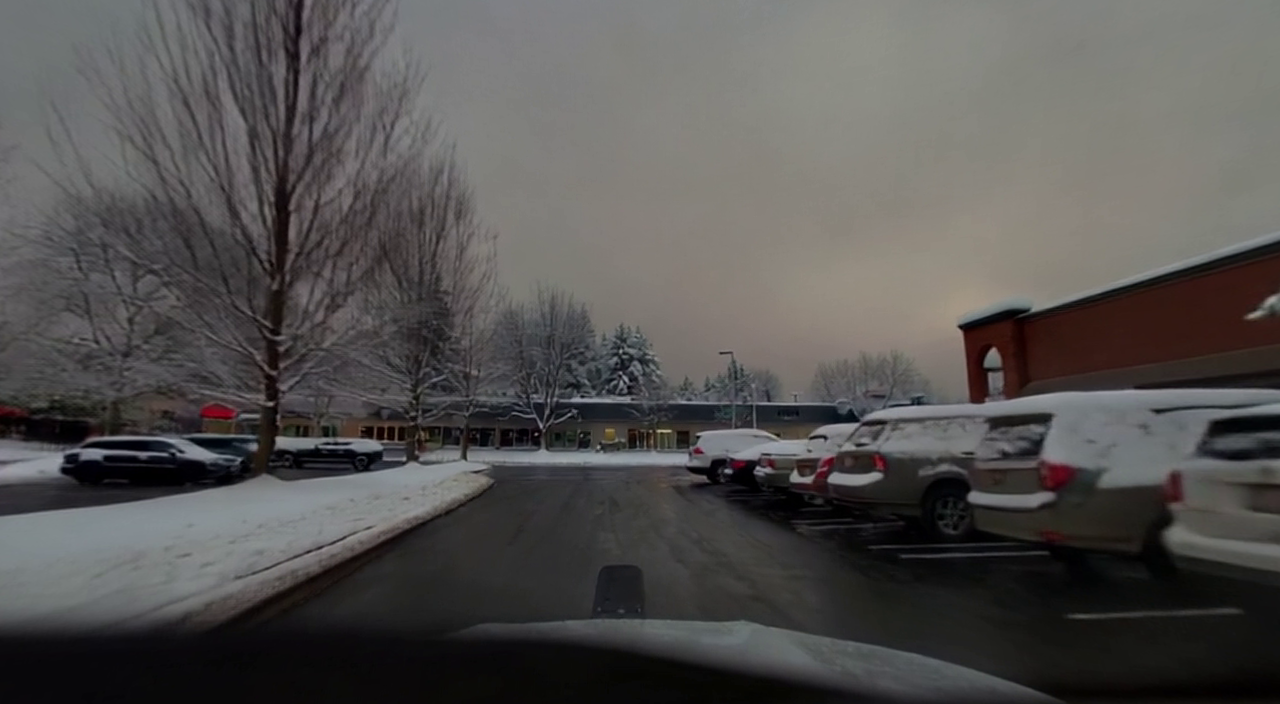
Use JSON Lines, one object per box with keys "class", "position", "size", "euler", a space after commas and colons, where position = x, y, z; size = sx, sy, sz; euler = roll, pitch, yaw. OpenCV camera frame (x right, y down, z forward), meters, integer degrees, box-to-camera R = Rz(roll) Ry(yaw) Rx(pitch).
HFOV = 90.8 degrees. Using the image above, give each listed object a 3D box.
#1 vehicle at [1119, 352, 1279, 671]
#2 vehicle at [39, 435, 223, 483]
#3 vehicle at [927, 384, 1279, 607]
{"class": "vehicle", "position": [6.038, 0.959, 3.828], "size": [4.409, 1.892, 2.298], "euler": [0, -8, -3]}
{"class": "vehicle", "position": [-17.326, 3.624, 21.801], "size": [4.651, 1.494, 1.914], "euler": [6, -10, -36]}
{"class": "vehicle", "position": [5.646, 1.365, 6.577], "size": [4.256, 1.876, 2.064], "euler": [0, -8, -3]}
